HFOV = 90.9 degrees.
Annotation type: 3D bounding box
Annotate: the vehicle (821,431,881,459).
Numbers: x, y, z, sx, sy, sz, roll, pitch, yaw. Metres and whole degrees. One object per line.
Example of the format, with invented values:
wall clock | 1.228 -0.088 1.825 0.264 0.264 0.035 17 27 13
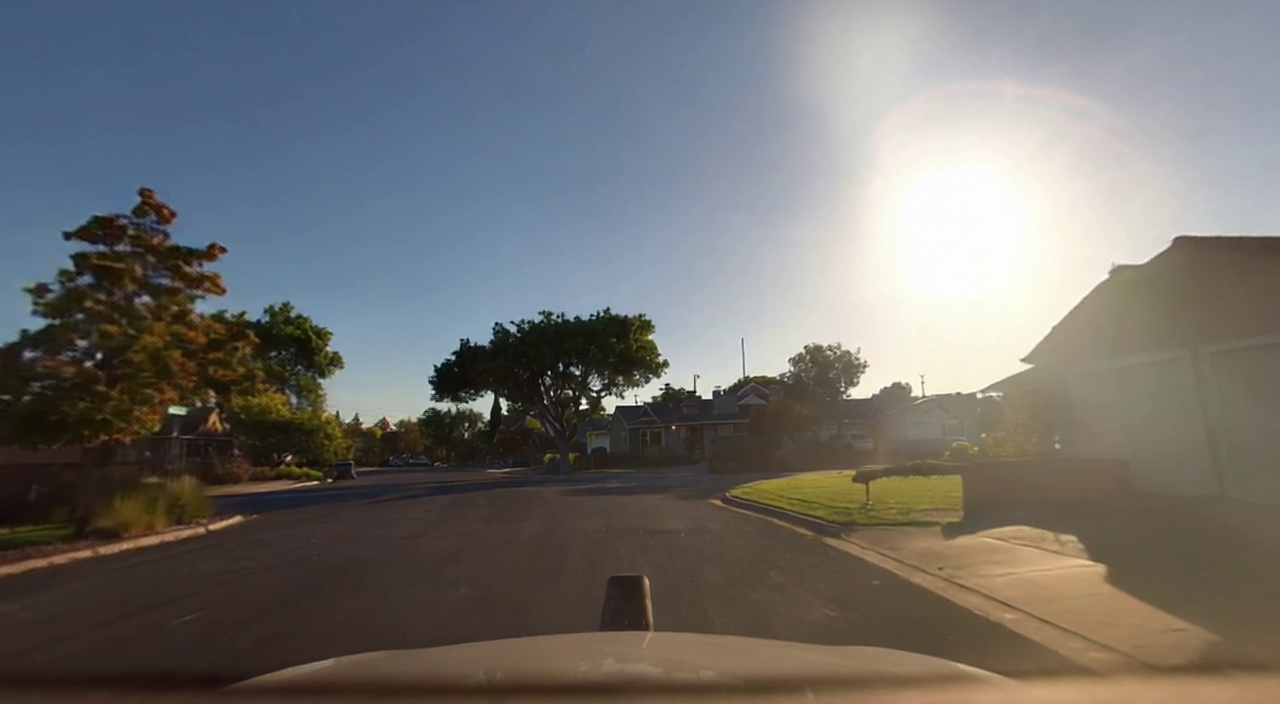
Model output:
vehicle | 14.643 6.526 44.073 1.992 1.813 5.079 0 -9 -5
